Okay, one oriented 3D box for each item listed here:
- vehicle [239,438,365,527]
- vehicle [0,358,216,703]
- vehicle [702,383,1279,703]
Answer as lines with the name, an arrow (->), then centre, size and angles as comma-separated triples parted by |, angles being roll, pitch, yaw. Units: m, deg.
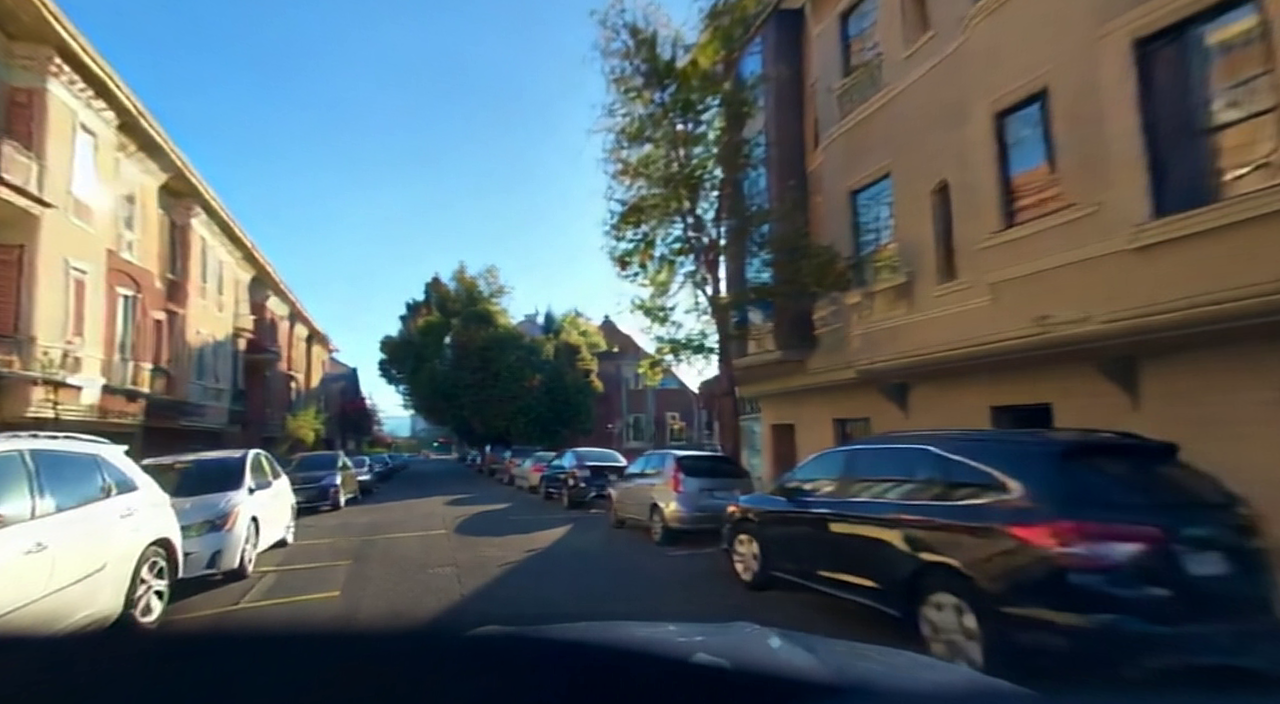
vehicle -> -8.381, 3.151, 16.077 | 2.081, 1.679, 4.506 | 0, -6, -19
vehicle -> -4.218, 1.049, 3.417 | 2.100, 1.769, 4.544 | 1, -8, -20
vehicle -> 2.373, 1.307, 4.742 | 2.025, 1.631, 4.679 | 5, -9, -18
